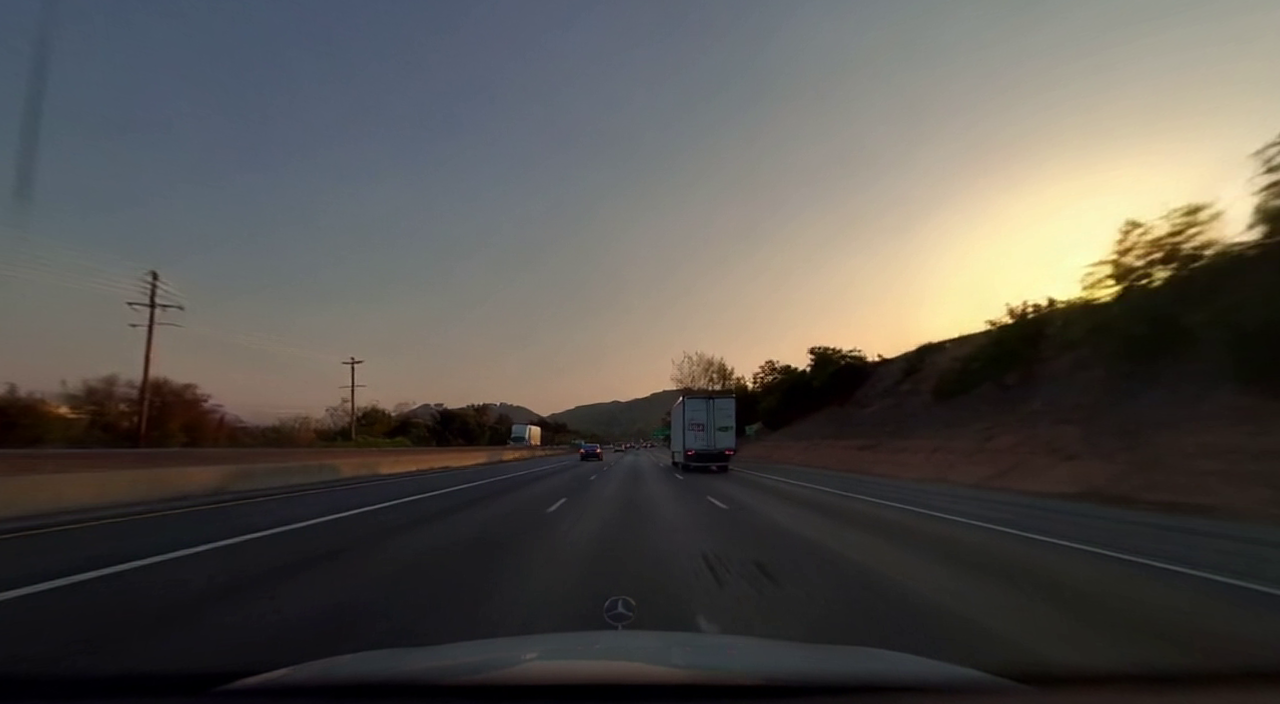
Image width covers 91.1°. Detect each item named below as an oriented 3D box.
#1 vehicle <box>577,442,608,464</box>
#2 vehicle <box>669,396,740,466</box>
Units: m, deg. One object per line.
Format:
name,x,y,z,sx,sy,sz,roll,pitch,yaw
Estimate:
vehicle,-3.510,7.600,47.235,2.100,1.525,4.179,0,-9,0
vehicle,4.106,5.773,44.262,3.201,4.104,14.356,0,-9,-1
